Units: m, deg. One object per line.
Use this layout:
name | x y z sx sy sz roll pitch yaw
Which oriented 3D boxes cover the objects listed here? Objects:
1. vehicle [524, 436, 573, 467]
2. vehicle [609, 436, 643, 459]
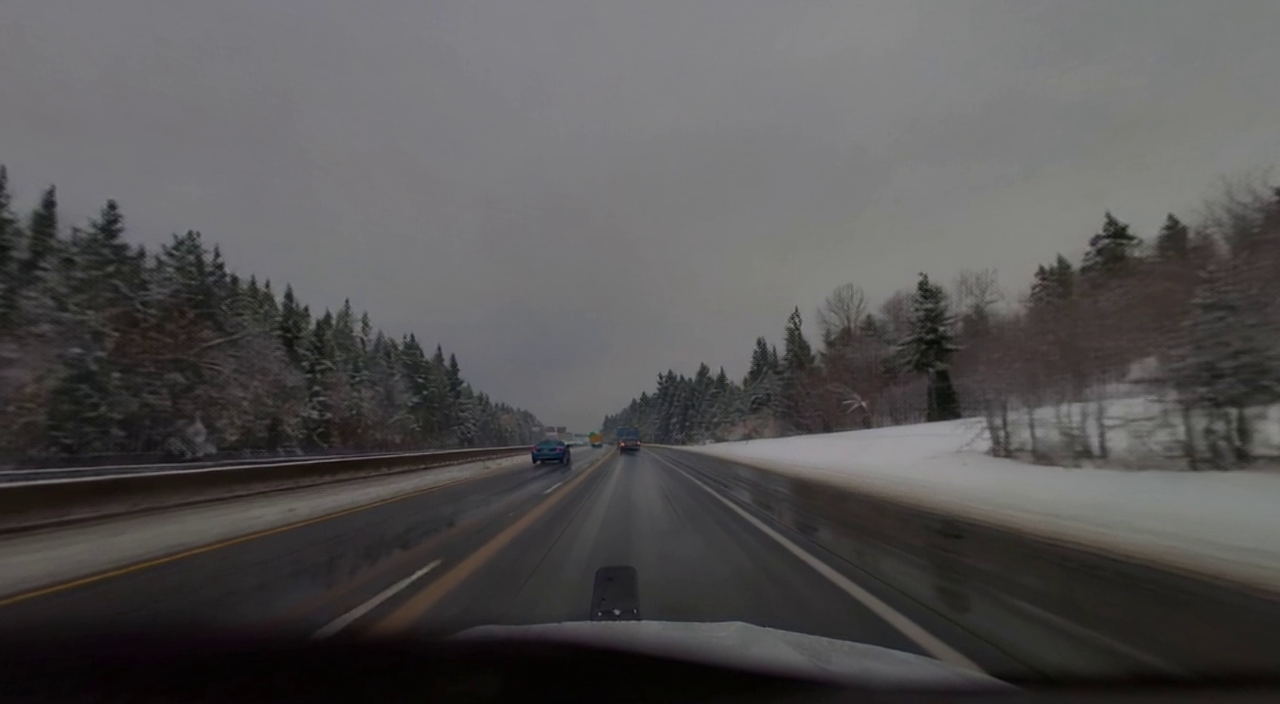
vehicle | -4.457 4.866 31.118 1.907 1.445 4.049 0 -8 -1
vehicle | -0.881 6.396 42.402 2.162 1.460 4.242 0 -8 0
